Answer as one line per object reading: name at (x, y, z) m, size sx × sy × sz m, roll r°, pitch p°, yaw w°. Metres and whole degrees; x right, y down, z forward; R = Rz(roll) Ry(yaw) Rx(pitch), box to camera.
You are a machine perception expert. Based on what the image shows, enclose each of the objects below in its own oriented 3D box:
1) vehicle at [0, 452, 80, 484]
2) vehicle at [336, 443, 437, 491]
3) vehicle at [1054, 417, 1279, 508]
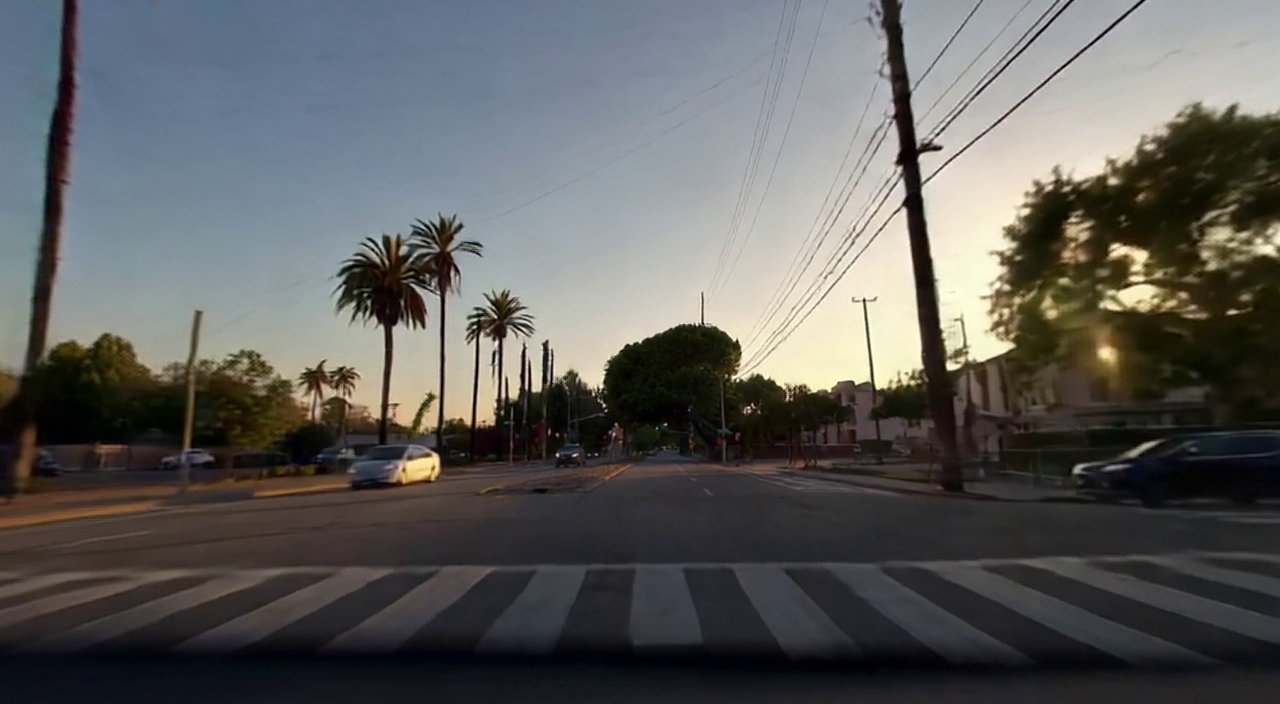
vehicle at (-38.599, 7.263, 39.639) m, size 4.646 × 1.880 × 1.886 m, roll 3°, pitch -9°, yaw -23°
vehicle at (-9.752, 4.434, 24.755) m, size 1.976 × 1.706 × 4.409 m, roll 0°, pitch -9°, yaw 2°
vehicle at (12.591, 2.283, 13.287) m, size 5.981 × 1.680 × 2.327 m, roll -2°, pitch -10°, yaw 3°
